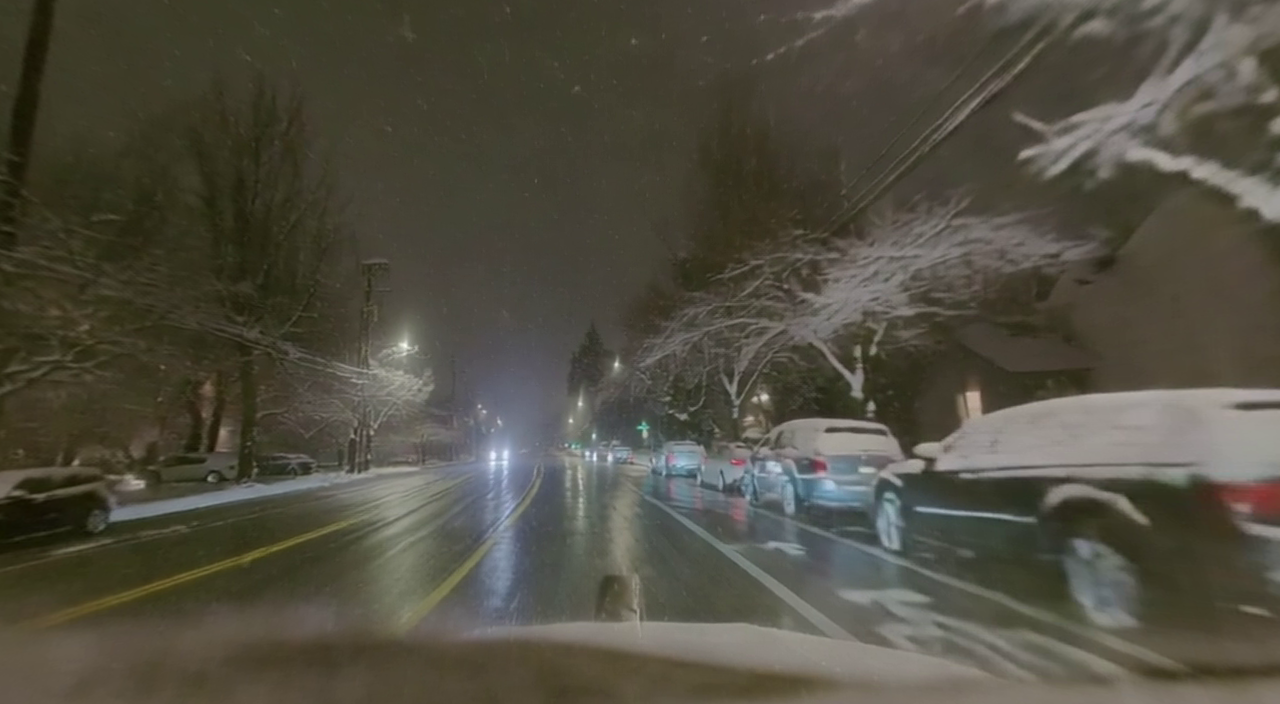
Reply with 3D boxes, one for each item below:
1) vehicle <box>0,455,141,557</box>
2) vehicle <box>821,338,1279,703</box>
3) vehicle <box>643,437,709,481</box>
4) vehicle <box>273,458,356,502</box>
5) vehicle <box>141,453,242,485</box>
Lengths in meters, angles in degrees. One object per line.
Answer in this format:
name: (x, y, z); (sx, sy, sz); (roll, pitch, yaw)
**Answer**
vehicle: (-12.121, 2.972, 11.881); (2.159, 1.677, 4.112); (-7, -8, -3)
vehicle: (4.313, 1.391, 6.152); (2.723, 1.785, 7.174); (4, -9, -2)
vehicle: (1.590, 4.976, 29.600); (2.348, 1.804, 5.207); (3, -9, -5)
vehicle: (-14.308, 5.587, 27.933); (1.932, 1.468, 4.305); (-5, -8, -9)
vehicle: (-27.644, 7.199, 38.955); (4.552, 1.857, 1.950); (1, -9, -7)
